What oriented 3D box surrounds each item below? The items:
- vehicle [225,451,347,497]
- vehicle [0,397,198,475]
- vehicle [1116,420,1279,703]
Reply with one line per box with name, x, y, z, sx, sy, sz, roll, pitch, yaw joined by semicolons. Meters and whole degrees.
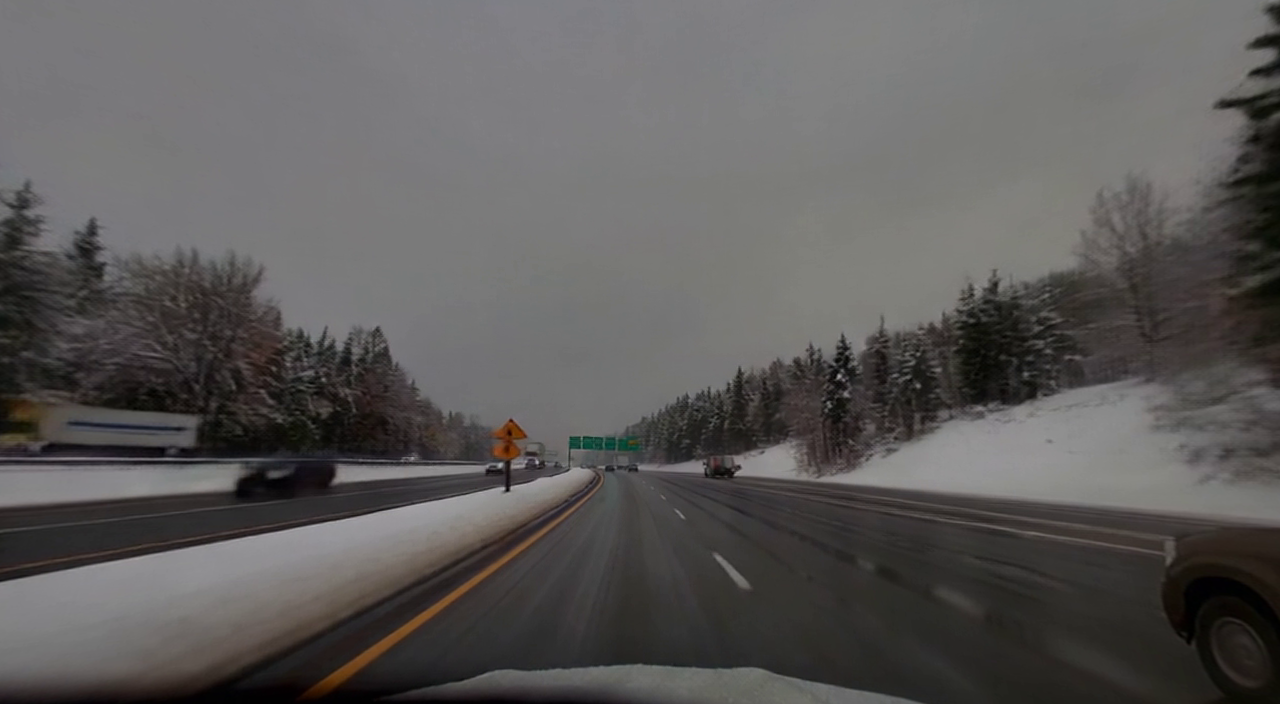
vehicle;-12.675;4.409;22.899;1.874;1.458;4.489;1;-10;-1
vehicle;-30.188;4.848;34.739;3.006;3.649;10.097;-1;-10;8
vehicle;4.050;0.852;1.639;1.965;1.502;4.599;1;-10;0
